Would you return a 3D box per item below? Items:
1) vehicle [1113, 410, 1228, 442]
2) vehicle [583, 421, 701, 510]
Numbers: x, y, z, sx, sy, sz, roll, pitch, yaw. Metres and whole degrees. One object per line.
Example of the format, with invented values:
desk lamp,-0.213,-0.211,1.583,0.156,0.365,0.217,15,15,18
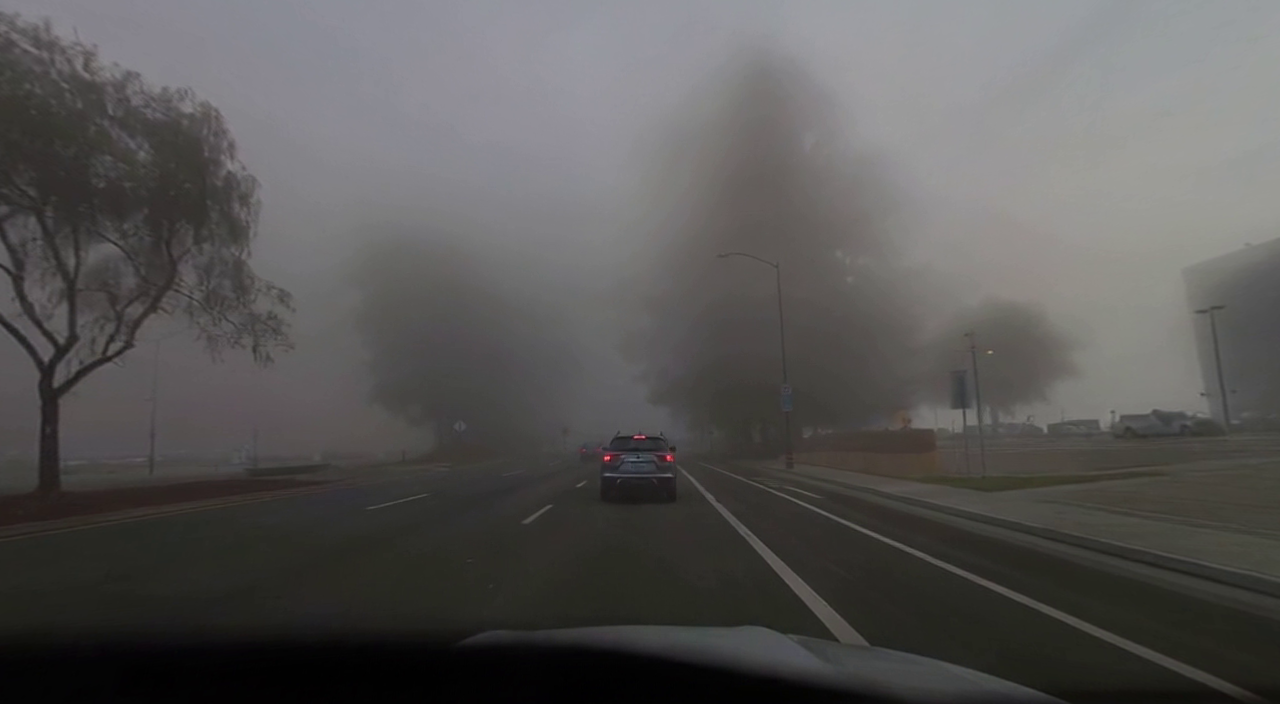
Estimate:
vehicle,31.877,4.507,38.117,4.903,1.767,2.105,-5,-10,31
vehicle,0.057,2.444,13.975,2.199,1.652,4.101,0,-8,1
